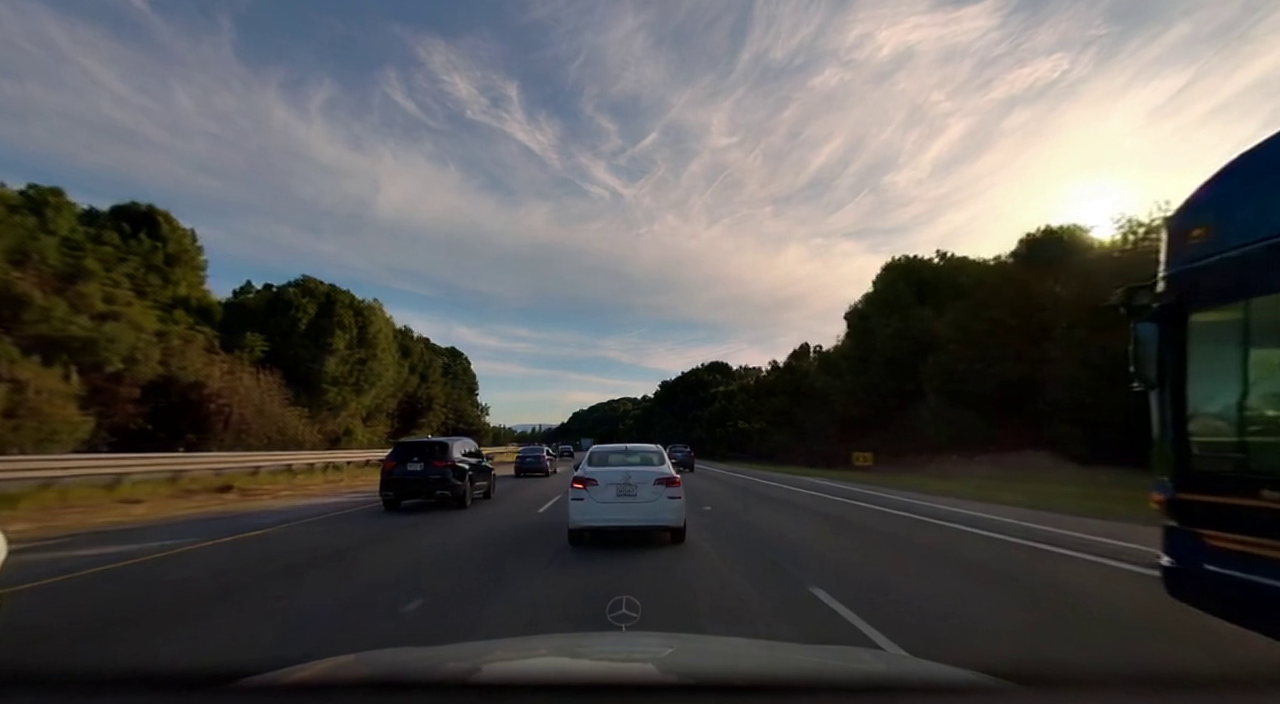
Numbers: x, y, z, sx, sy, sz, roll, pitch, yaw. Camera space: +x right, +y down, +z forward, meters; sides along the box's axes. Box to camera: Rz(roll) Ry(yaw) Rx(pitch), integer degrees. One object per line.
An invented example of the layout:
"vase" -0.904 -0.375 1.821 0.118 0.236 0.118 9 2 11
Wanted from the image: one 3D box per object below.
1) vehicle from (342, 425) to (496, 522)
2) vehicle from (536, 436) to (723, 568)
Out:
"vehicle" -4.399 2.481 13.307 1.830 1.703 4.142 0 -9 -1
"vehicle" -0.179 2.036 9.332 2.120 1.478 4.179 0 -9 -2
